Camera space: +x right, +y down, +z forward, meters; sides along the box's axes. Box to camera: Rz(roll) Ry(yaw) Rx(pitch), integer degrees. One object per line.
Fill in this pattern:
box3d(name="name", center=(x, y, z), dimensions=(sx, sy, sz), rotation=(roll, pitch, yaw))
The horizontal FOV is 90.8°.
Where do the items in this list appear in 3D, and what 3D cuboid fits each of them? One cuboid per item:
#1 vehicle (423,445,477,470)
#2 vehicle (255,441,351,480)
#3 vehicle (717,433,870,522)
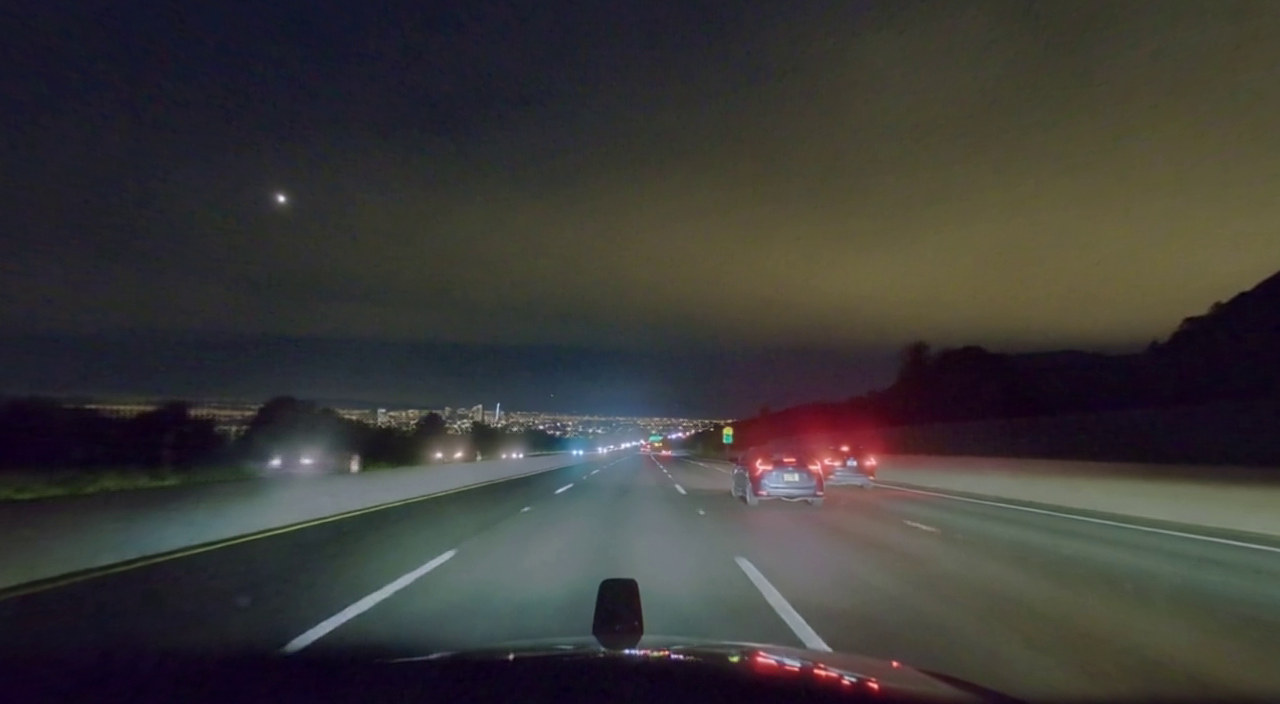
box3d(name="vehicle", center=(-13.267, 7.374, 44.433), dimensions=(2.161, 1.666, 4.887), rotation=(0, -8, 2))
box3d(name="vehicle", center=(-17.641, 5.691, 33.388), dimensions=(2.199, 1.881, 4.950), rotation=(0, -8, 2))
box3d(name="vehicle", center=(2.969, 2.529, 13.351), dimensions=(1.982, 1.533, 4.612), rotation=(0, -8, -1))
